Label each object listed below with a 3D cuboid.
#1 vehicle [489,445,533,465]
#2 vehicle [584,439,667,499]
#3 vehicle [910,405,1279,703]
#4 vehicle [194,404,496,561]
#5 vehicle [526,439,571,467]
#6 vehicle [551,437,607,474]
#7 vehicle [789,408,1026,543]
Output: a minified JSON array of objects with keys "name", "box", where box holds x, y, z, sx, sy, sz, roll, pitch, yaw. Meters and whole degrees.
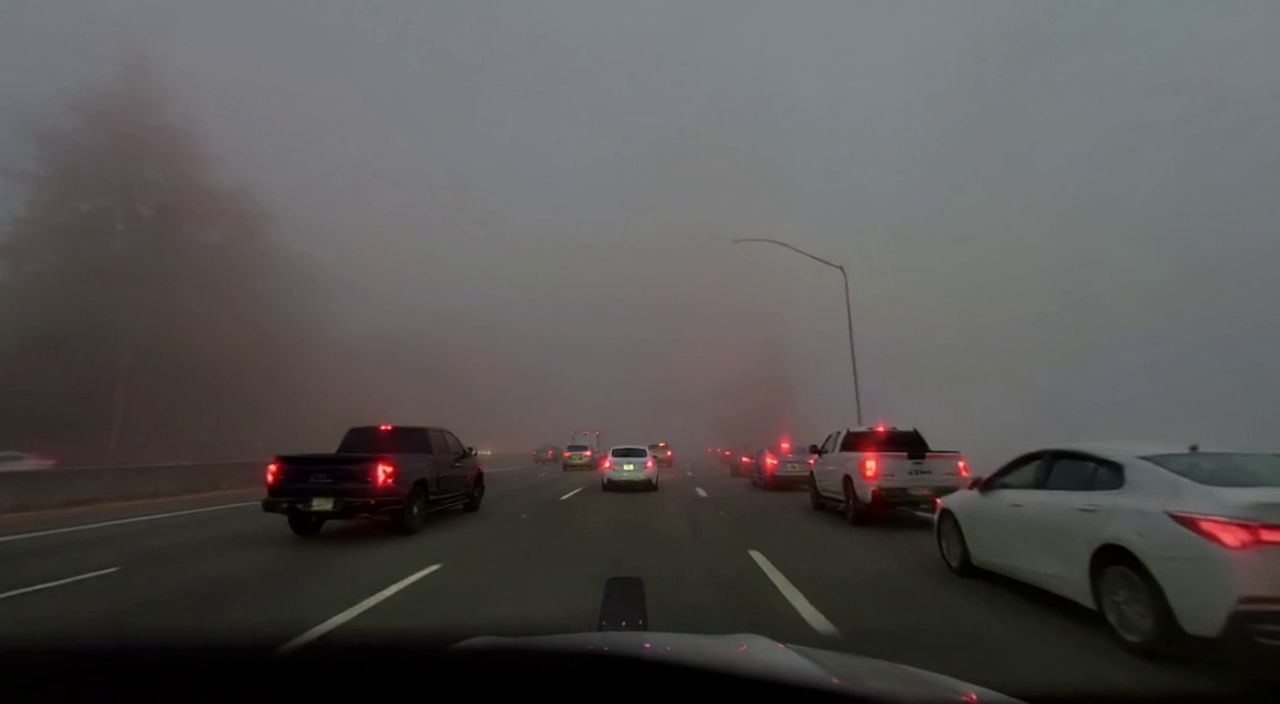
[{"name":"vehicle","box":[-9.709,7.744,47.698,1.903,1.460,4.958,-1,-8,5]},{"name":"vehicle","box":[-0.333,3.219,17.789,2.070,1.456,4.029,0,-8,1]},{"name":"vehicle","box":[3.804,1.204,4.342,1.940,1.475,4.328,0,-8,0]},{"name":"vehicle","box":[-4.081,1.930,10.191,2.110,1.811,5.585,0,-8,1]},{"name":"vehicle","box":[-5.993,6.675,41.805,2.023,1.693,4.386,-1,-8,3]},{"name":"vehicle","box":[-2.985,5.195,31.911,2.153,1.726,4.546,-1,-8,3]},{"name":"vehicle","box":[4.086,1.974,10.712,2.003,1.778,4.658,0,-8,1]}]
